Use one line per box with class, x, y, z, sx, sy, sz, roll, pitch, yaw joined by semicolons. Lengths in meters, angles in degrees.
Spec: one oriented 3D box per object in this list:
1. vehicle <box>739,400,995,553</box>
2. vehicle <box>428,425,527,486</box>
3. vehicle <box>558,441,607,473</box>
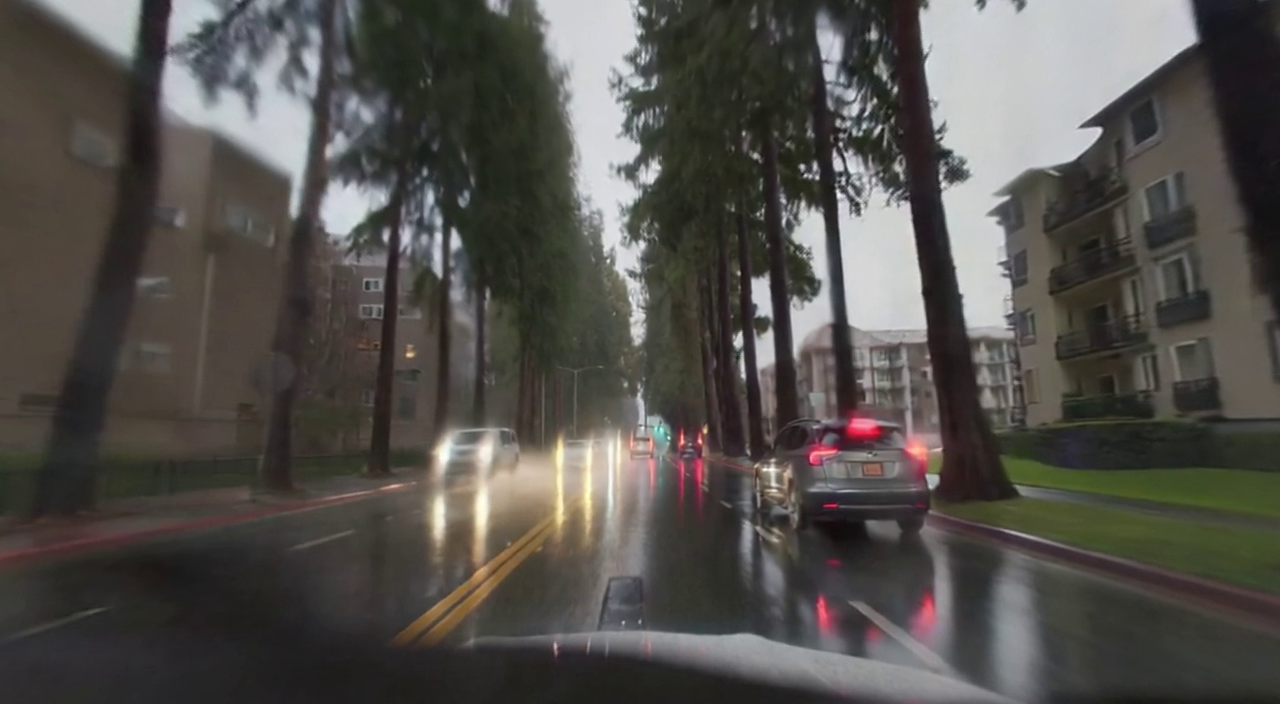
vehicle;3.227;1.922;10.398;2.219;1.881;5.104;0;-8;-1
vehicle;-5.959;3.891;23.914;2.200;2.041;5.550;0;-8;1
vehicle;-2.660;4.951;29.950;1.941;1.409;3.975;0;-8;0
